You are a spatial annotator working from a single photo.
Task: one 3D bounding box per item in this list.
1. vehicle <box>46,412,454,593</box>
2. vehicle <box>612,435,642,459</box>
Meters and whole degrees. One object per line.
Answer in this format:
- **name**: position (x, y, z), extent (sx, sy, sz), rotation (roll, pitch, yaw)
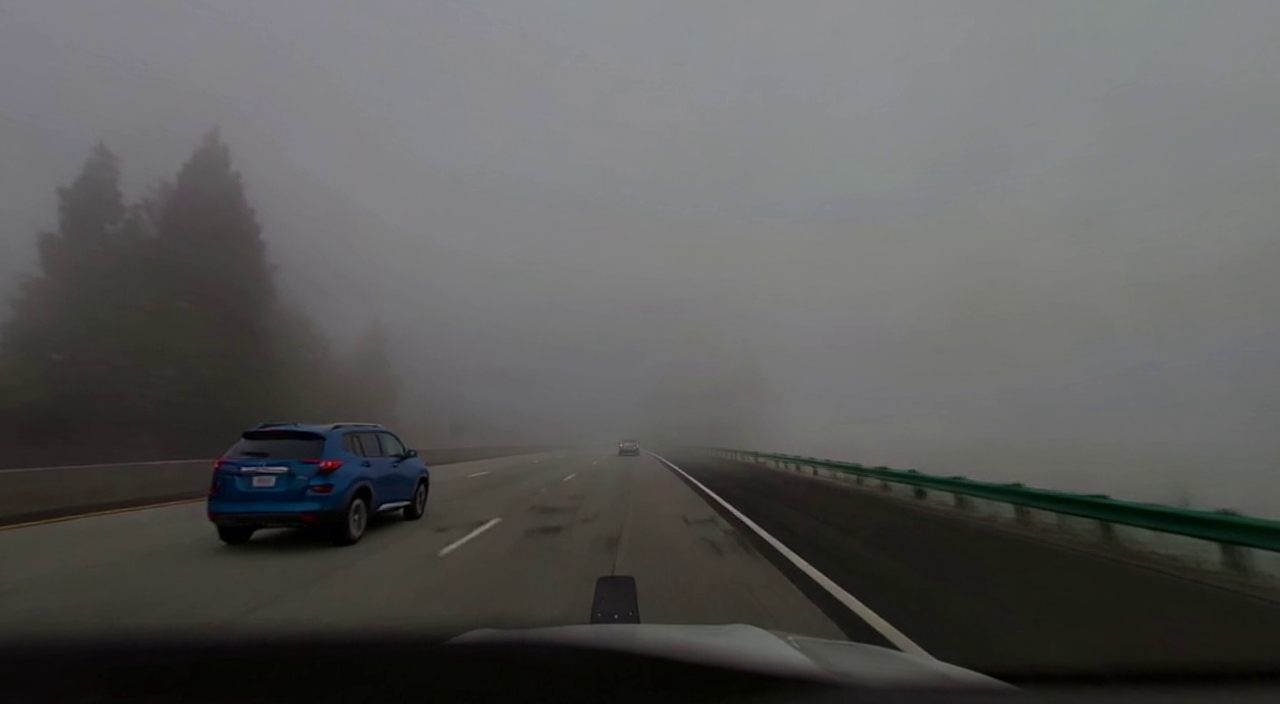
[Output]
- **vehicle**: position (-4.077, 1.618, 7.883), extent (2.072, 1.545, 4.767), rotation (0, -8, 0)
- **vehicle**: position (-0.851, 6.101, 40.648), extent (1.836, 1.450, 3.519), rotation (0, -8, -1)
